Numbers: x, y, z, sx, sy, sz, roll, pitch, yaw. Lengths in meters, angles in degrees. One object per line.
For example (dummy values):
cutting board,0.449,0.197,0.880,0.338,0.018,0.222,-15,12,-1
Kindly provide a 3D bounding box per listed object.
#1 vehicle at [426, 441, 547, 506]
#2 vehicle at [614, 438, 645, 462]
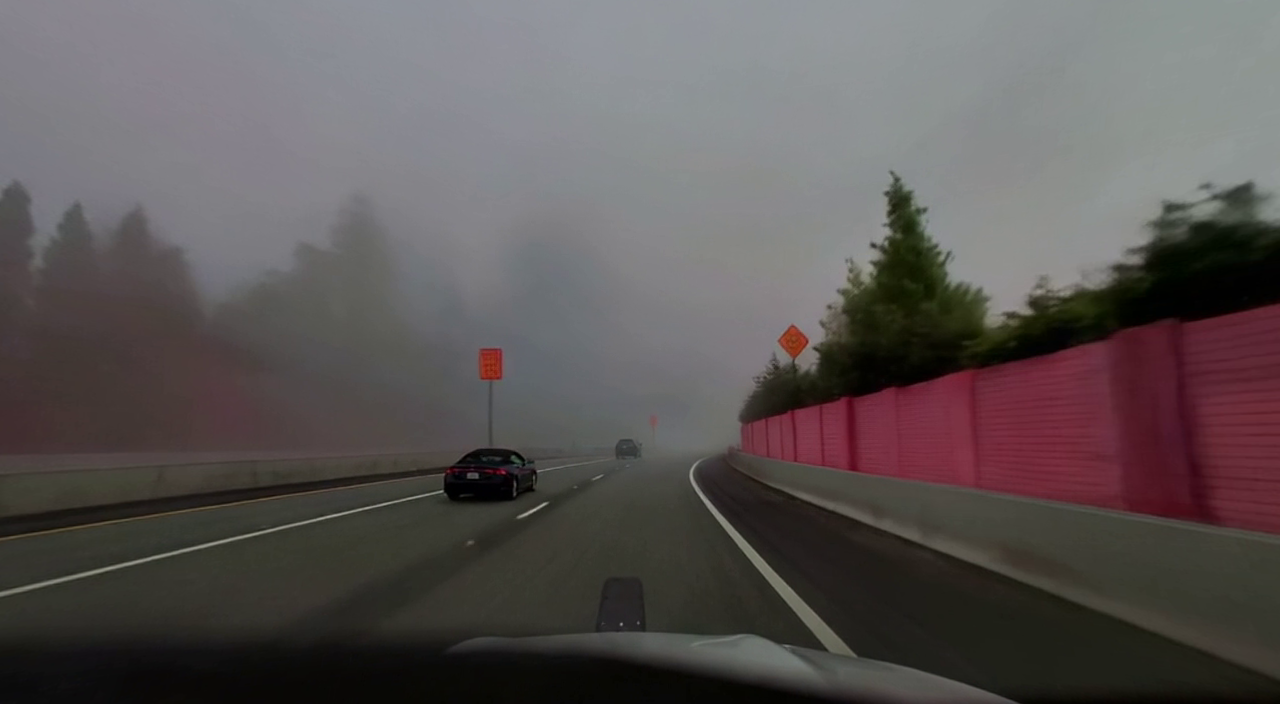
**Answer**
vehicle,-3.654,2.968,15.862,1.746,1.405,4.339,-1,-9,3
vehicle,-0.750,7.384,47.551,1.833,1.697,3.984,-1,-9,7
